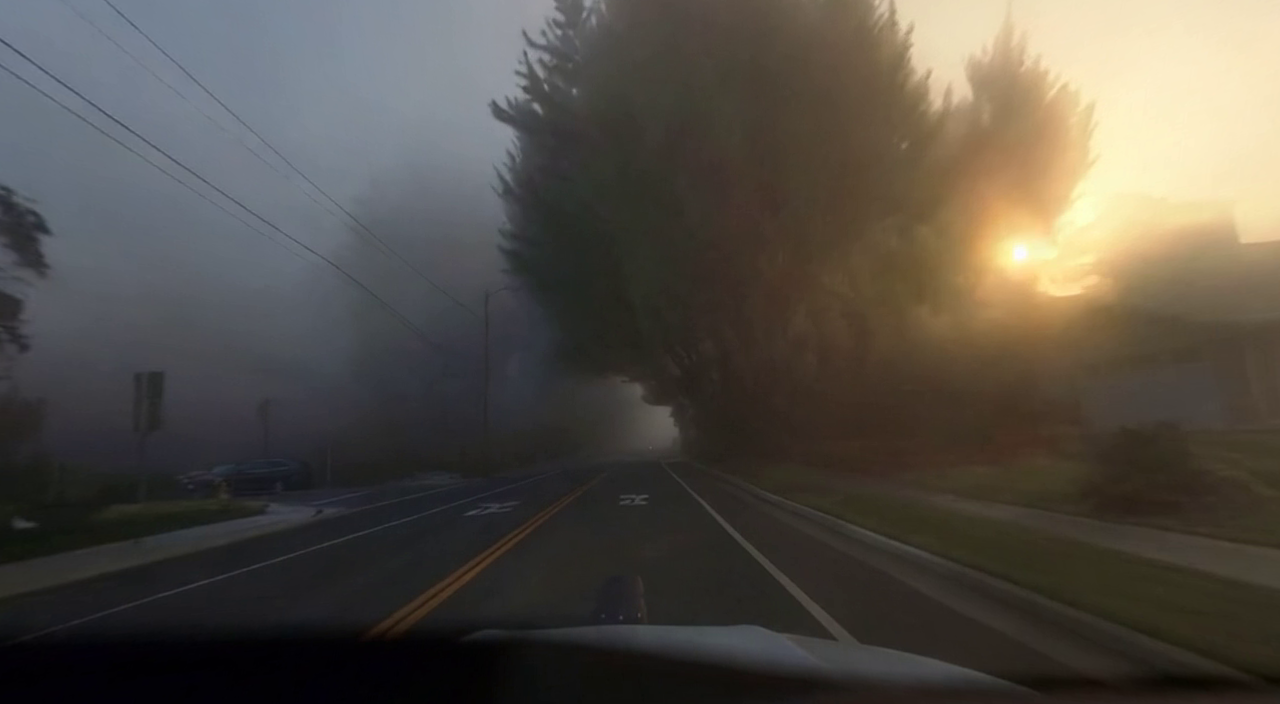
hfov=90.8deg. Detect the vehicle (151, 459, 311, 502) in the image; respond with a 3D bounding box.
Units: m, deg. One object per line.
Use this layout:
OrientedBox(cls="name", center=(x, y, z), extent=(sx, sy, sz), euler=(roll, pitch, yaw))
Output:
OrientedBox(cls="vehicle", center=(-14.960, 4.678, 23.233), extent=(4.779, 1.453, 1.970), euler=(-2, -9, 10))
